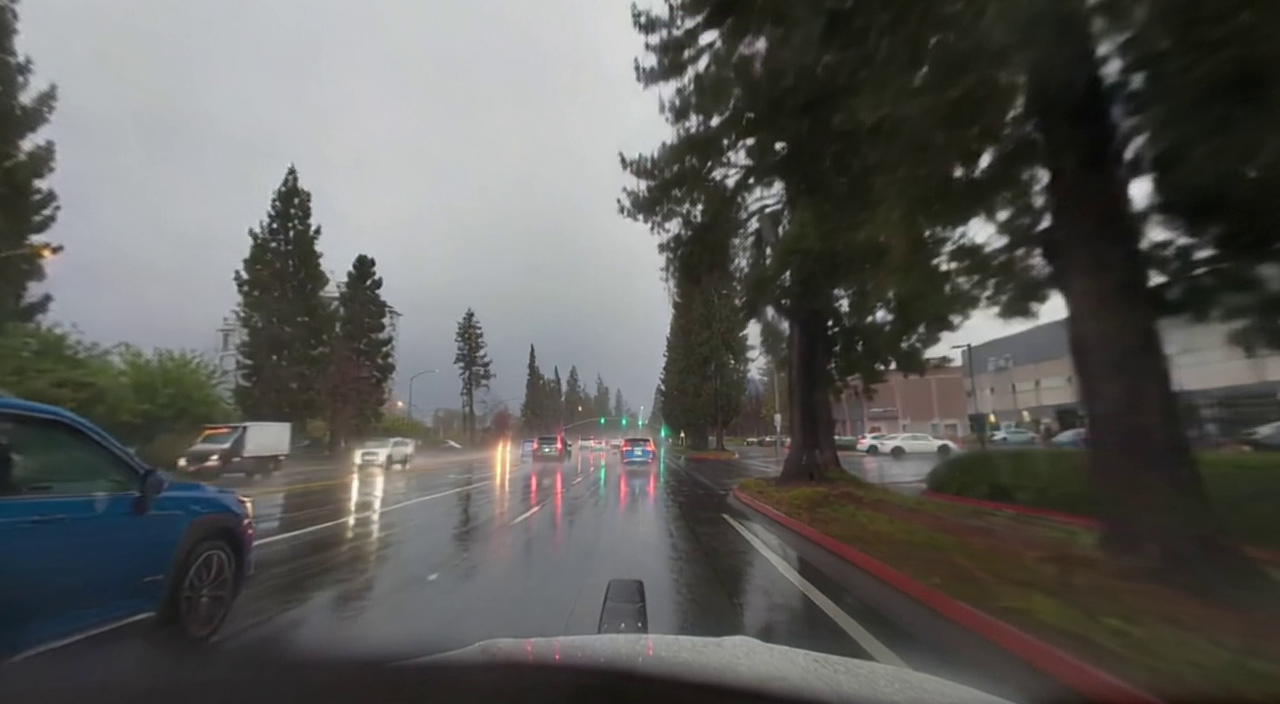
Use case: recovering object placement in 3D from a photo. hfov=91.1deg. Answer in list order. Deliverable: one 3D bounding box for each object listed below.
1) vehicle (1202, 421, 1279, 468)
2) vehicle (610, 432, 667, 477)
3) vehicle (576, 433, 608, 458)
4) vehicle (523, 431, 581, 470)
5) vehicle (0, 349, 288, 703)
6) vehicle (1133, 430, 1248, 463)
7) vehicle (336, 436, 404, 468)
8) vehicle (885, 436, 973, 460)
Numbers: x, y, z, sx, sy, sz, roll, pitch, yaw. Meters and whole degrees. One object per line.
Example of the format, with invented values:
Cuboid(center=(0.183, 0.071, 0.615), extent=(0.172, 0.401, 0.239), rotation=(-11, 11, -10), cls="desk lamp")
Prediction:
Cuboid(center=(19.608, 2.844, 19.320), extent=(1.466, 1.357, 3.288), rotation=(0, -8, -1), cls="vehicle")
Cuboid(center=(-0.058, 4.043, 25.007), extent=(2.042, 1.641, 4.187), rotation=(0, -8, 0), cls="vehicle")
Cuboid(center=(-3.596, 7.183, 48.182), extent=(2.047, 1.810, 4.414), rotation=(0, -8, 1), cls="vehicle")
Cuboid(center=(-4.092, 4.689, 29.959), extent=(2.113, 1.713, 4.422), rotation=(0, -8, 1), cls="vehicle")
Cuboid(center=(-3.719, 0.811, 2.614), extent=(2.070, 1.641, 4.152), rotation=(0, -8, 0), cls="vehicle")
Cuboid(center=(28.864, 4.948, 33.018), extent=(4.169, 1.643, 1.938), rotation=(0, -8, 0), cls="vehicle")
Cuboid(center=(-15.765, 5.833, 36.938), extent=(2.028, 1.735, 4.444), rotation=(0, -8, -1), cls="vehicle")
Cuboid(center=(17.734, 5.899, 38.617), extent=(4.460, 1.449, 1.959), rotation=(0, -8, -2), cls="vehicle")
